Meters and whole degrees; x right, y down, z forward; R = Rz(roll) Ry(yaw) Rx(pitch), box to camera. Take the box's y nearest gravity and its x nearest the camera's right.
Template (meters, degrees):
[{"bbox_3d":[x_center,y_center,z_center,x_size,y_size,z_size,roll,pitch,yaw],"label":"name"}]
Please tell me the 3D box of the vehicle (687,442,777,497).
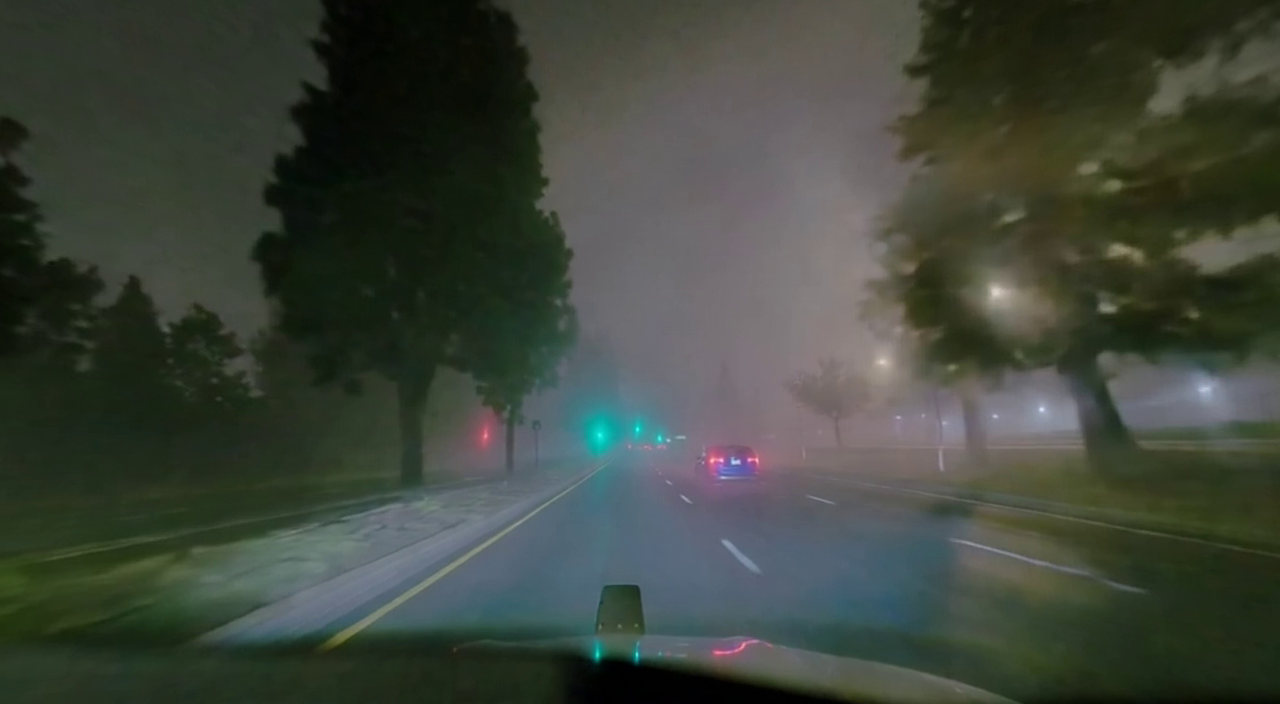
[{"bbox_3d":[2.663,3.524,19.346,2.056,1.483,4.091,0,-8,-2],"label":"vehicle"}]
